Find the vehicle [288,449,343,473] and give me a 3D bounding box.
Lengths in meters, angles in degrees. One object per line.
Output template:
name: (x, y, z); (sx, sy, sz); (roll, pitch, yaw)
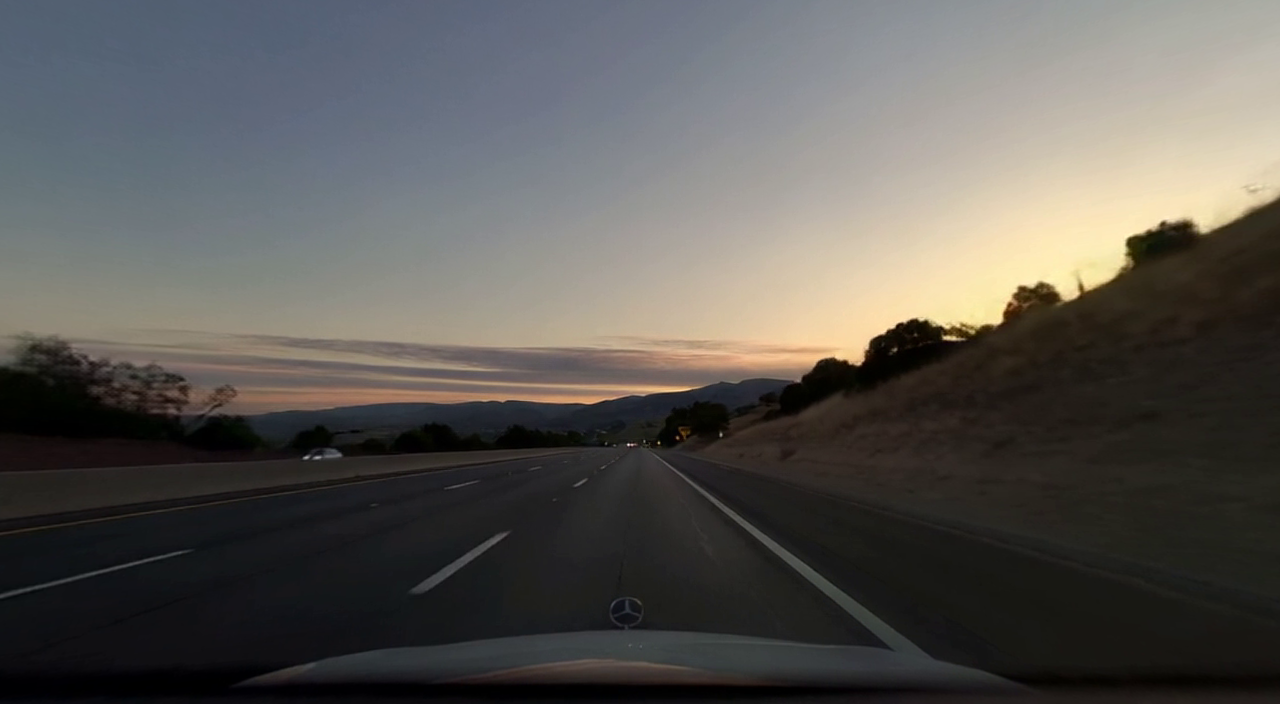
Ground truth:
vehicle: (-23.340, 7.809, 45.291); (1.812, 1.617, 3.816); (0, -8, 0)
